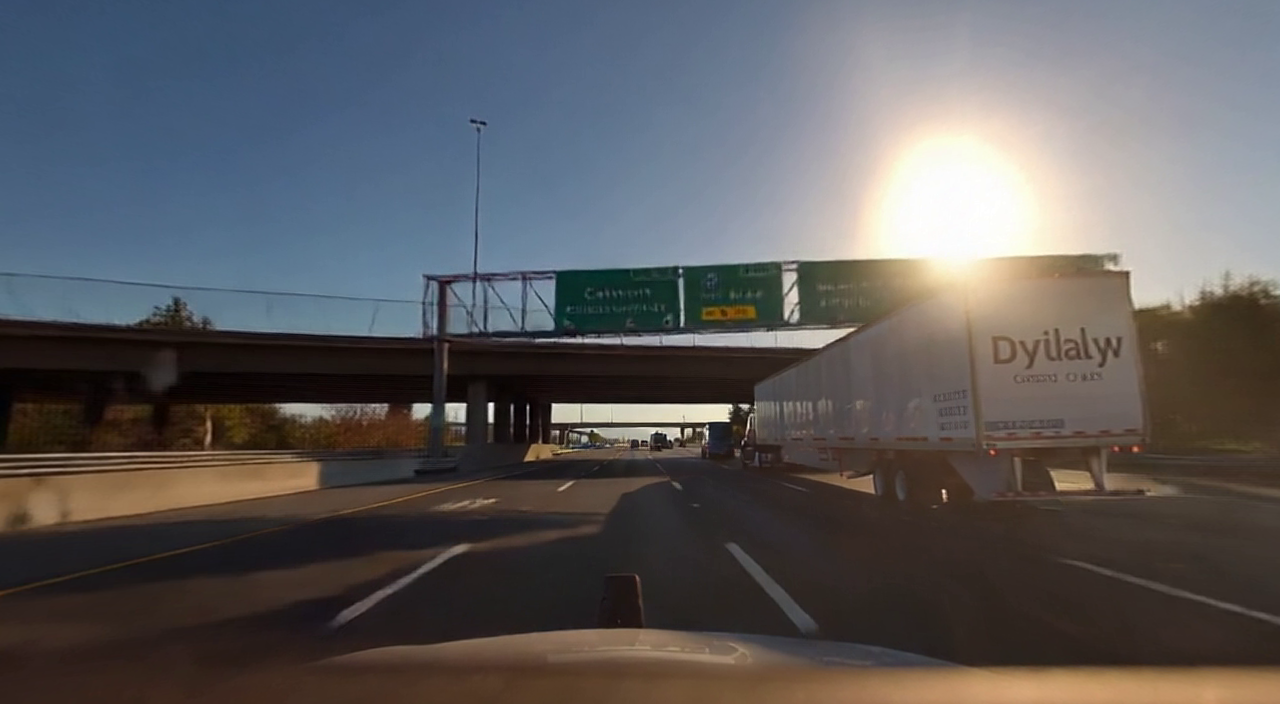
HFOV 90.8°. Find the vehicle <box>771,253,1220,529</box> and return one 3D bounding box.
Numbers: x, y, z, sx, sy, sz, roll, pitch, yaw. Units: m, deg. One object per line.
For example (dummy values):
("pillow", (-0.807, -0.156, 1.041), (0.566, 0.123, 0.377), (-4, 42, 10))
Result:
("vehicle", (6.662, 1.675, 17.098), (2.962, 3.947, 16.241), (0, -8, 1))
